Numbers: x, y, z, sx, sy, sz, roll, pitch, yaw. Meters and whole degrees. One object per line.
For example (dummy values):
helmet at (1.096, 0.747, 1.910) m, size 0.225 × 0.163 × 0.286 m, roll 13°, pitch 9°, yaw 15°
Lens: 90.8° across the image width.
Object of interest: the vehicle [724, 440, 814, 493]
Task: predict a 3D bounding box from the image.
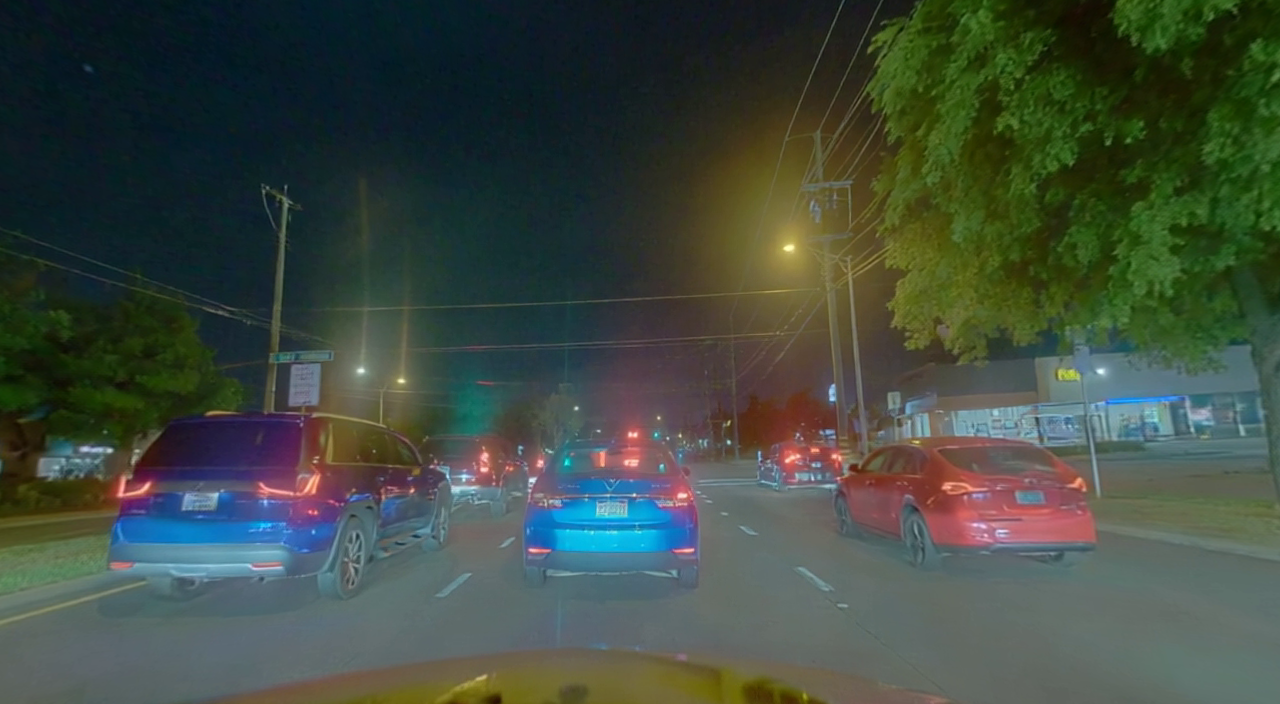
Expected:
vehicle at (3.823, 3.465, 19.492) m, size 1.876 × 1.456 × 4.025 m, roll 0°, pitch -9°, yaw -1°

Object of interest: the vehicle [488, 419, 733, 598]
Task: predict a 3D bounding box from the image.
vehicle at (-0.308, 1.631, 7.401) m, size 2.097 × 1.511 × 3.809 m, roll 0°, pitch -9°, yaw -2°

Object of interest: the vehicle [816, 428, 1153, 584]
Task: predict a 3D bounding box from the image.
vehicle at (3.914, 1.802, 8.275) m, size 1.909 × 1.473 × 4.361 m, roll 0°, pitch -9°, yaw -1°

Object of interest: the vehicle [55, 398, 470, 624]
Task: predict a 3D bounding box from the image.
vehicle at (-3.436, 1.519, 6.983) m, size 1.979 × 1.697 × 4.254 m, roll 0°, pitch -9°, yaw -1°
